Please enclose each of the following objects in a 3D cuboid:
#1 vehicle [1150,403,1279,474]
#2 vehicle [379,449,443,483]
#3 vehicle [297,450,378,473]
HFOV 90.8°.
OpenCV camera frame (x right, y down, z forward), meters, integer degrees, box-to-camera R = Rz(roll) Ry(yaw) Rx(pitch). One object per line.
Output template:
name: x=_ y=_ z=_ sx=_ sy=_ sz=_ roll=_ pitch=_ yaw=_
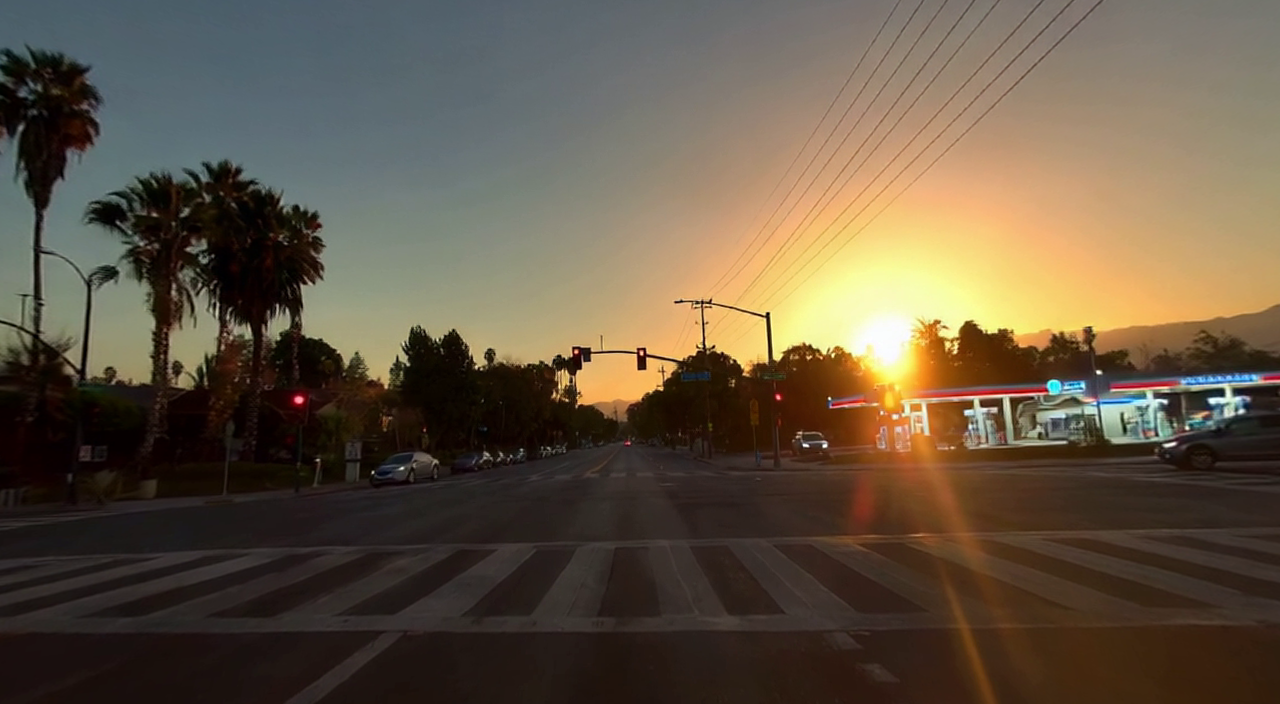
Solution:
vehicle: x=17.509 y=2.407 z=17.539 sx=5.086 sy=1.817 sz=1.952 roll=0 pitch=-9 yaw=-5
vehicle: x=-13.031 y=6.473 z=36.252 sx=2.009 sy=1.777 sz=4.559 roll=0 pitch=-9 yaw=-1
vehicle: x=-20.922 y=7.586 z=43.863 sx=4.672 sy=1.469 sz=1.816 roll=0 pitch=-9 yaw=-2
